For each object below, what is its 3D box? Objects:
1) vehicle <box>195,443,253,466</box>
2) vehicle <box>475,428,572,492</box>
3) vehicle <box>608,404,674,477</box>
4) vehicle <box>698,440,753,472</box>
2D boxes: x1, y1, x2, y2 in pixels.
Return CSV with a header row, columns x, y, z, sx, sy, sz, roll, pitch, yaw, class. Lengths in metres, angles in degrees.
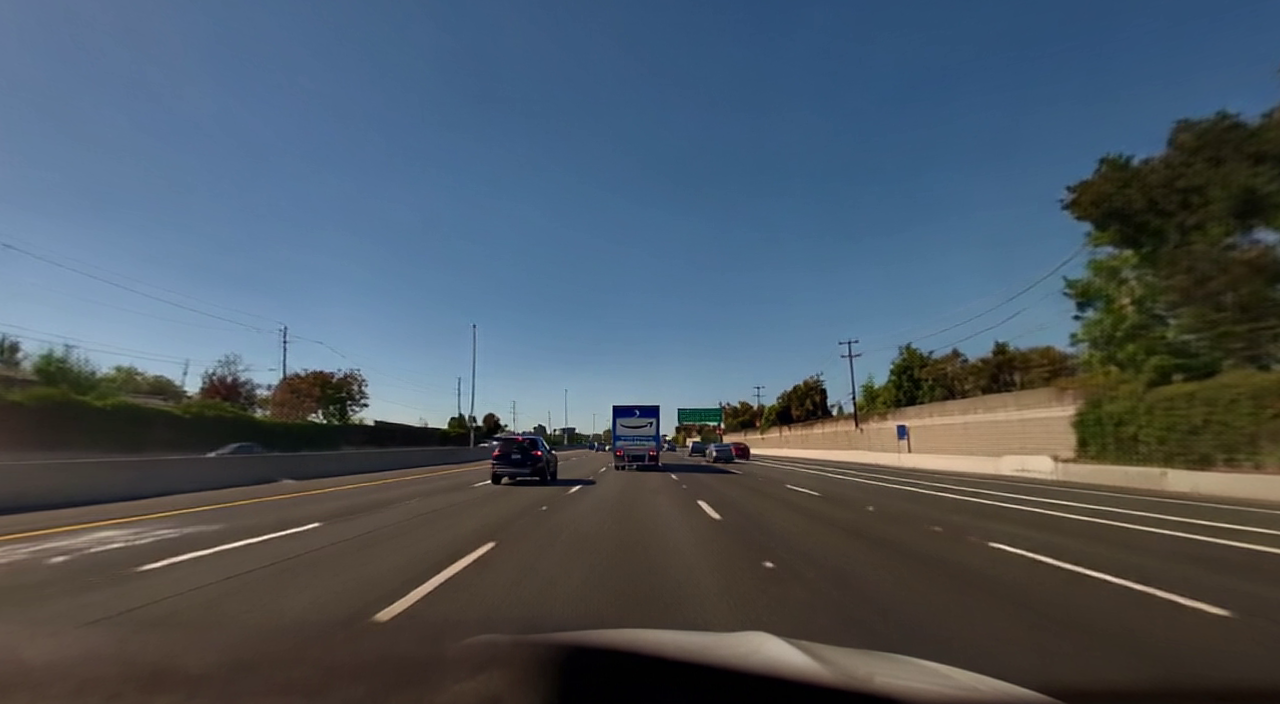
x,y,z,sx,sy,sz,roll,pitch,yaw,class
-29.229,7.179,44.340,1.592,1.450,3.673,-2,-7,0,vehicle
-3.384,3.244,19.201,2.095,1.688,4.188,0,-9,1,vehicle
0.036,3.768,26.663,2.456,2.705,6.251,0,-9,0,vehicle
4.228,5.241,31.885,1.970,1.499,4.491,1,-9,-2,vehicle
